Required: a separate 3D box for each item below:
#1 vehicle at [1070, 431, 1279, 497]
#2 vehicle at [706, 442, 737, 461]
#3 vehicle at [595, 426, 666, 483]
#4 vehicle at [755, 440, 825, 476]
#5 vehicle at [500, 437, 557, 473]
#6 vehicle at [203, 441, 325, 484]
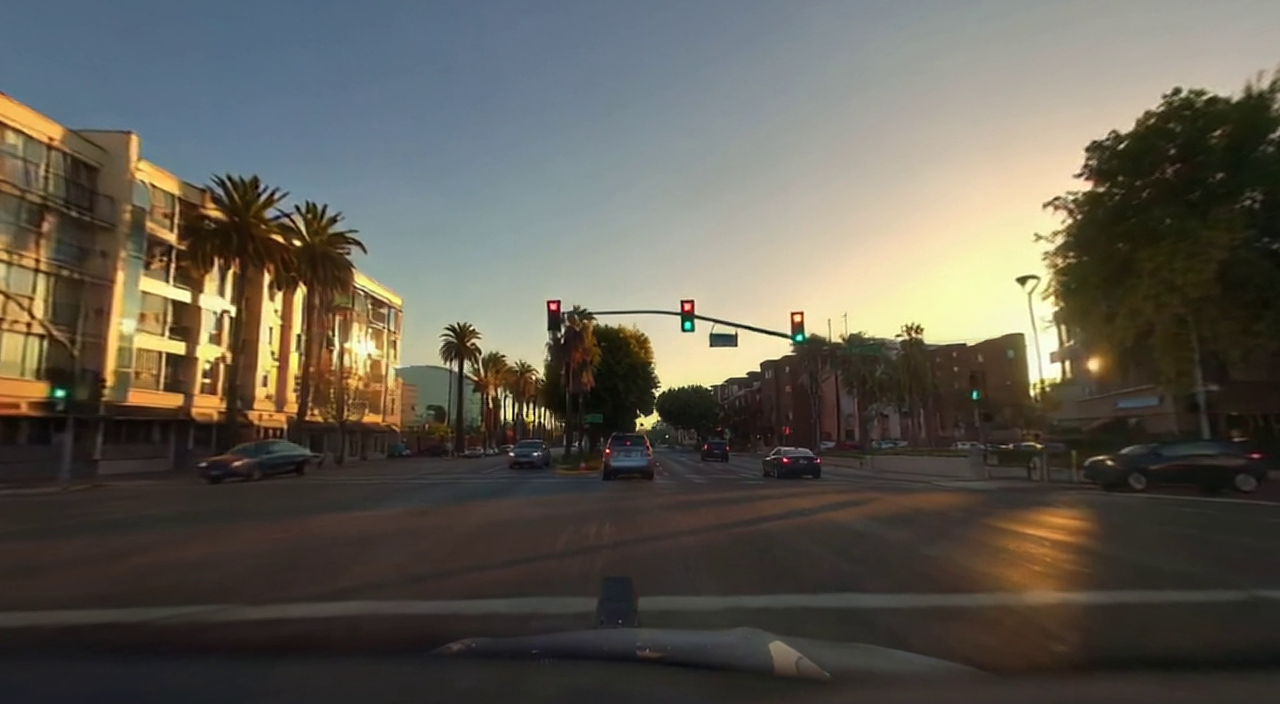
[{"bbox_3d":[15.351,3.121,17.758,4.722,1.695,2.121,-2,-9,11],"label":"vehicle"},{"bbox_3d":[6.388,7.855,49.829,1.777,1.443,3.942,0,-8,-2],"label":"vehicle"},{"bbox_3d":[-0.306,3.622,22.444,2.277,1.816,4.192,0,-8,0],"label":"vehicle"},{"bbox_3d":[6.716,4.807,28.757,1.975,1.483,4.769,0,-8,-1],"label":"vehicle"},{"bbox_3d":[-5.310,4.933,30.495,2.028,1.489,4.386,-3,-8,-1],"label":"vehicle"},{"bbox_3d":[-14.770,4.347,25.113,1.850,1.544,4.858,0,-8,0],"label":"vehicle"}]
